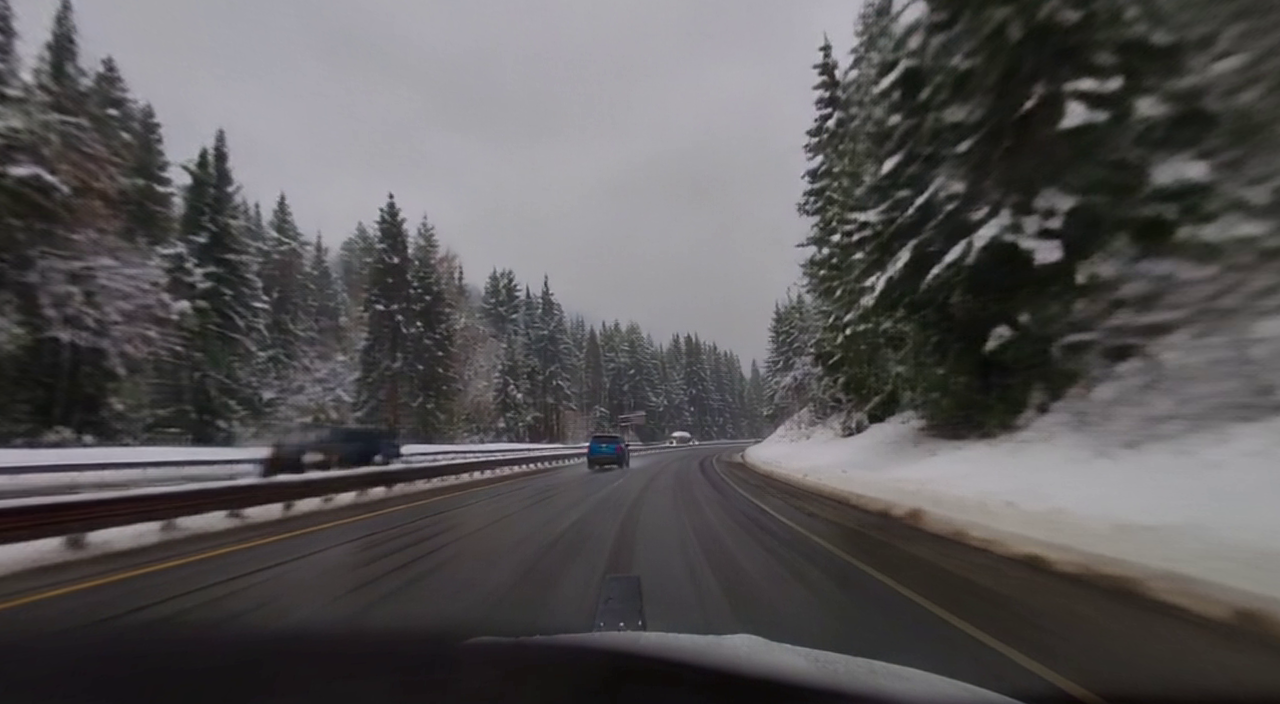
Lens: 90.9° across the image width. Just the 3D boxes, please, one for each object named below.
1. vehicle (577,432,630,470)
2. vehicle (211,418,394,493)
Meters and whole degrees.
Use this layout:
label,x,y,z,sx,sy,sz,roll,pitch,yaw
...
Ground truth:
label,x,y,z,sx,sy,sz,roll,pitch,yaw
vehicle,-1.713,4.910,31.410,2.005,1.752,4.479,-1,-8,5
vehicle,-11.842,3.716,23.022,2.840,2.335,6.535,-1,-8,3
